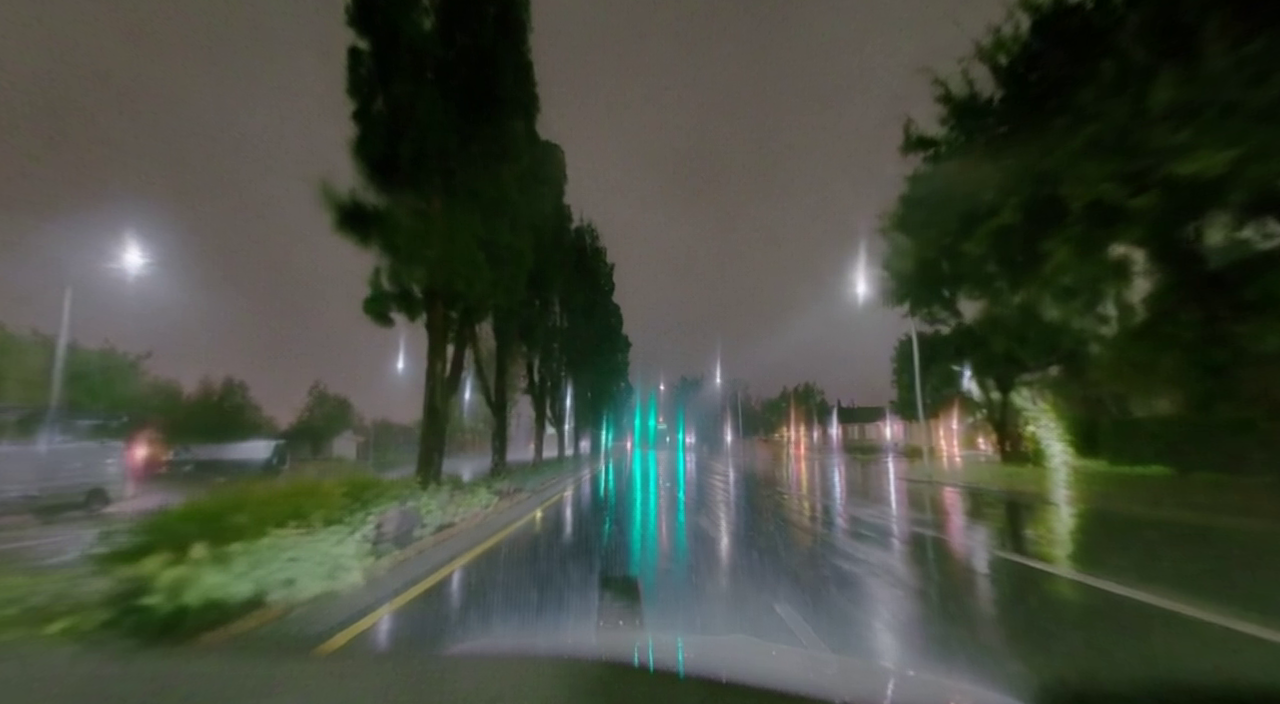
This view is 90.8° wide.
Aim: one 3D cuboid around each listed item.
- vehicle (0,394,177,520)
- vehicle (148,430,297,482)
[{"bbox_3d":[-19.509,3.221,19.559,2.866,3.528,9.798,0,-9,0],"label":"vehicle"},{"bbox_3d":[-28.915,7.241,43.931,8.492,3.055,3.116,-4,-9,6],"label":"vehicle"}]
